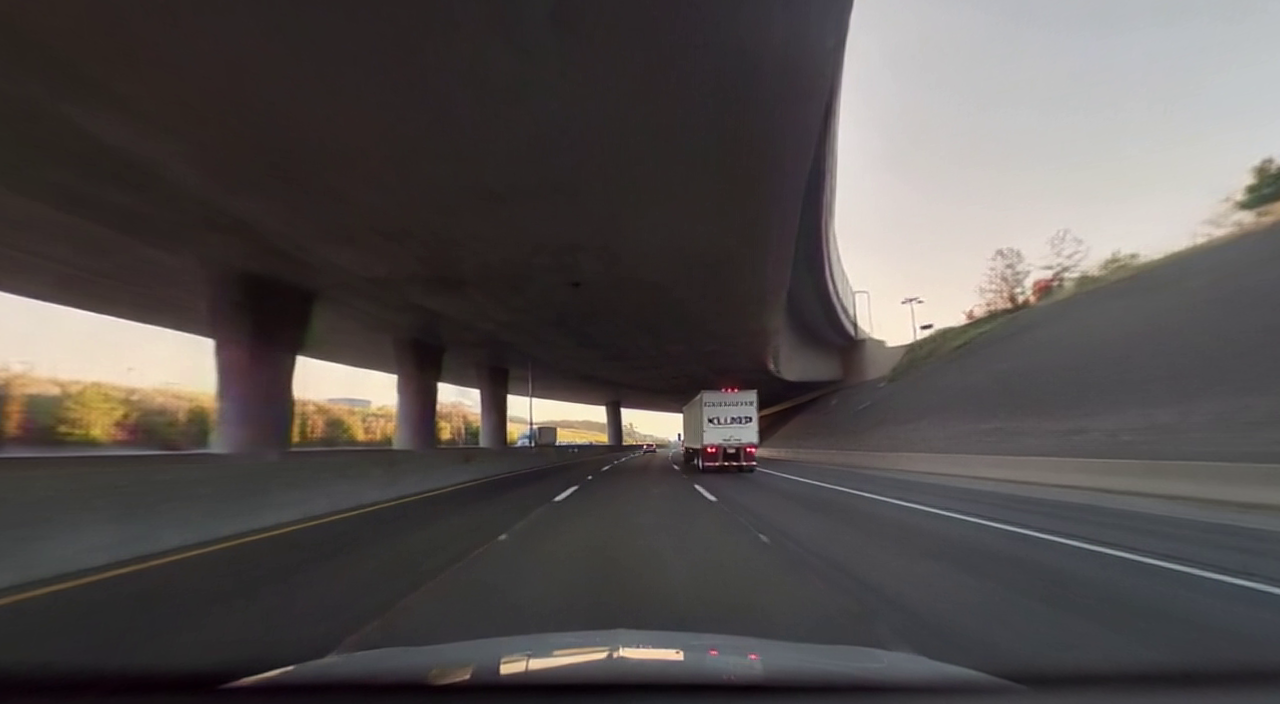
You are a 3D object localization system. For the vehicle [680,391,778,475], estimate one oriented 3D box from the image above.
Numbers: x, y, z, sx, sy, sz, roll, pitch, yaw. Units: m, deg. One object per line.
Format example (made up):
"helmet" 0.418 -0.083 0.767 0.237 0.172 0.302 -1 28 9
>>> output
"vehicle" 4.144 4.246 32.703 3.306 3.531 11.717 -1 -8 0
